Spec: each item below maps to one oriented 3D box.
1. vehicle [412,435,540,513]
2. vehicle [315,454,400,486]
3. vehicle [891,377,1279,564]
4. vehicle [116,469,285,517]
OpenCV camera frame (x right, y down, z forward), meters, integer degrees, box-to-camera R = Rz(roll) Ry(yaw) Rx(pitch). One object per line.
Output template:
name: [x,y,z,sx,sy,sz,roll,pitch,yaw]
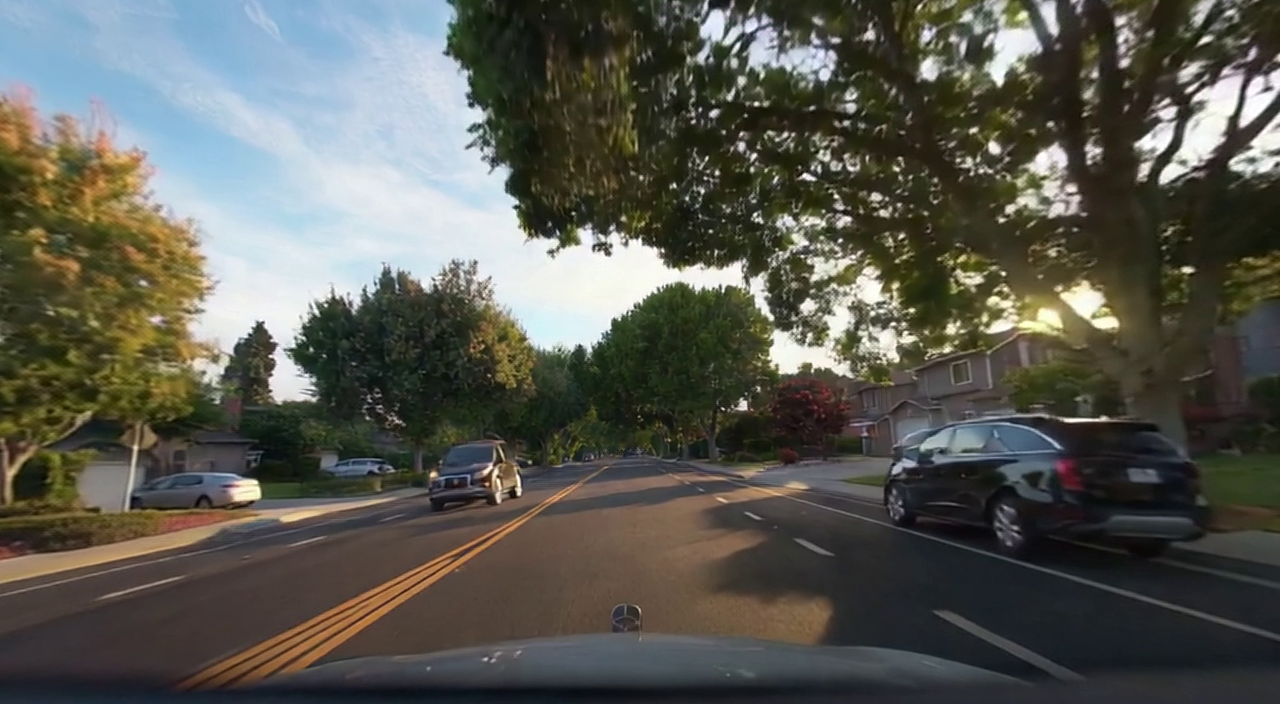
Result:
vehicle: [-4.298,3.296,17.590,2.151,1.830,5.172,0,-9,0]
vehicle: [-19.497,8.159,43.799,4.802,1.868,2.395,-3,-9,-1]
vehicle: [6.111,1.716,9.736,2.205,2.020,5.634,0,-9,1]
vehicle: [-15.135,4.857,21.967,4.353,1.467,1.931,0,-9,-2]
